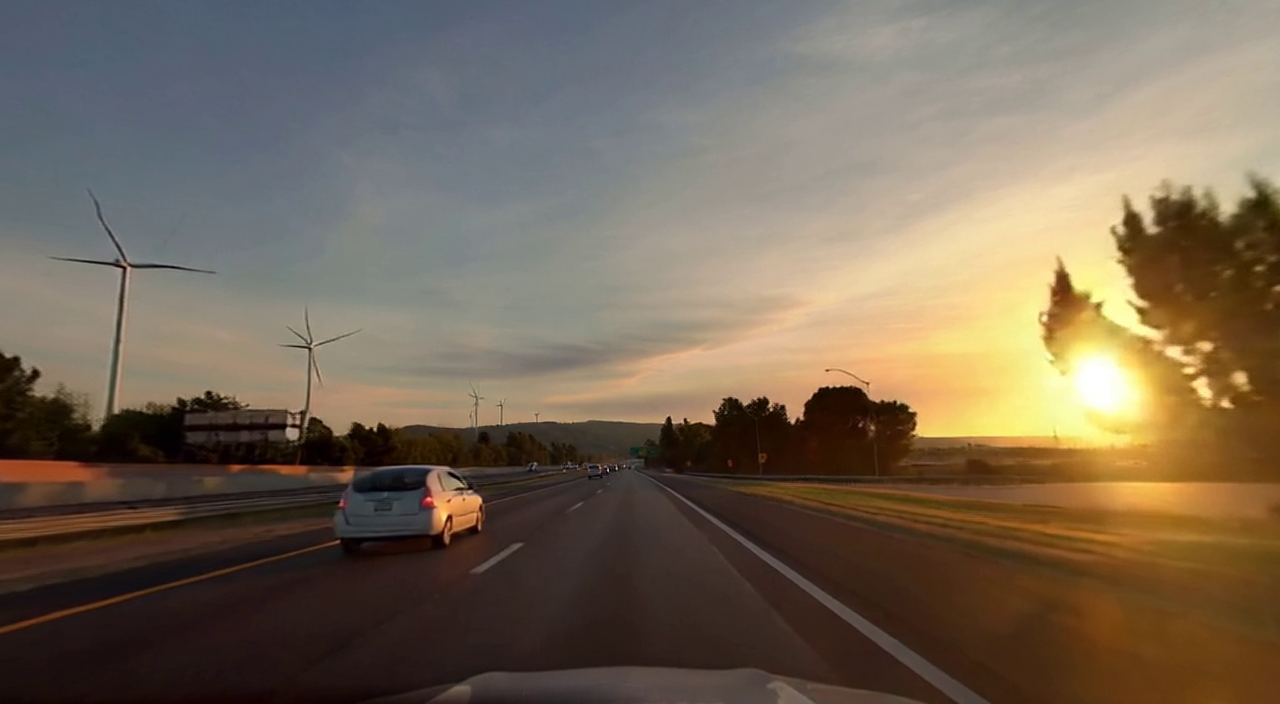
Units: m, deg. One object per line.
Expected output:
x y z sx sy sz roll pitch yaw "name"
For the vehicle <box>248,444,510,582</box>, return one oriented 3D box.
-3.360 2.187 9.165 2.001 1.486 4.104 1 -10 0 "vehicle"
